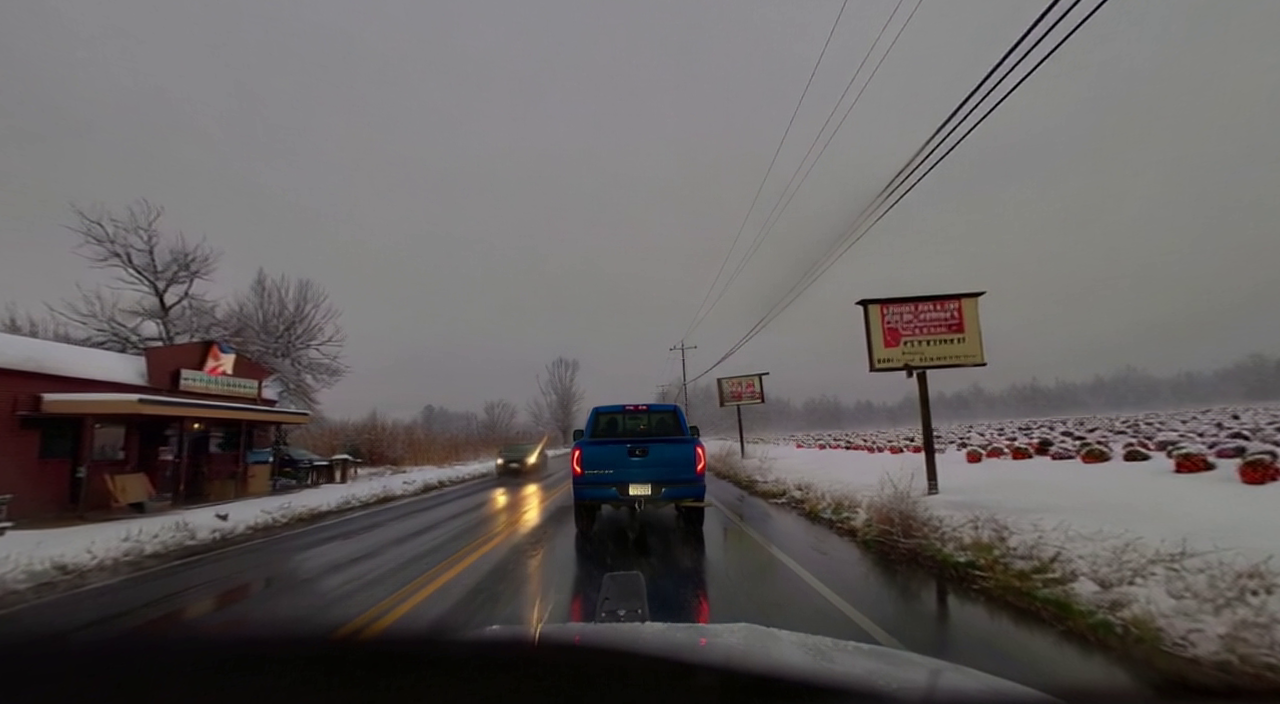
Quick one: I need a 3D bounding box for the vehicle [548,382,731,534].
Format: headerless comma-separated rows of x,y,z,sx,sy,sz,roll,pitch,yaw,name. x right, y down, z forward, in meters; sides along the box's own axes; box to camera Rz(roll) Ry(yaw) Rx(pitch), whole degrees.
-0.095,1.996,12.352,2.693,2.223,5.885,0,-8,-2,vehicle

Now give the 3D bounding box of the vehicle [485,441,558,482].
-4.619,4.348,25.303,2.121,1.473,4.390,0,-8,-1,vehicle
